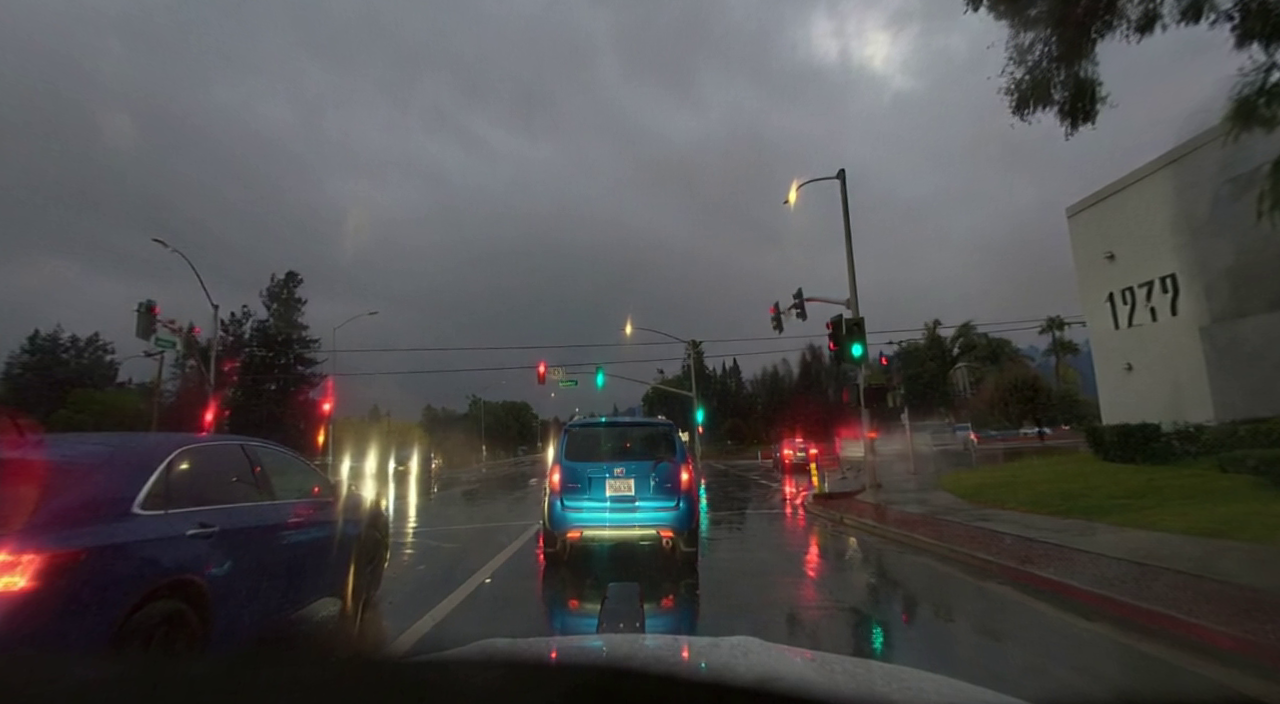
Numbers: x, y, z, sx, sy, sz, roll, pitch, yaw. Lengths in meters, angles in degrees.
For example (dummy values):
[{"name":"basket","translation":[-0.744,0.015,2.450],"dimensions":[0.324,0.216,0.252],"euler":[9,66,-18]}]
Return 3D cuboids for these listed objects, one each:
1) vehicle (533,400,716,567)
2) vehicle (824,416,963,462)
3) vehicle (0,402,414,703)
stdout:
[{"name":"vehicle","translation":[-0.175,1.799,9.335],"dimensions":[2.059,1.877,4.249],"euler":[0,-8,0]},{"name":"vehicle","translation":[11.399,3.965,28.706],"dimensions":[5.215,1.967,2.392],"euler":[0,-8,-4]},{"name":"vehicle","translation":[-3.368,1.262,4.558],"dimensions":[2.011,1.527,4.008],"euler":[0,-8,-1]}]
